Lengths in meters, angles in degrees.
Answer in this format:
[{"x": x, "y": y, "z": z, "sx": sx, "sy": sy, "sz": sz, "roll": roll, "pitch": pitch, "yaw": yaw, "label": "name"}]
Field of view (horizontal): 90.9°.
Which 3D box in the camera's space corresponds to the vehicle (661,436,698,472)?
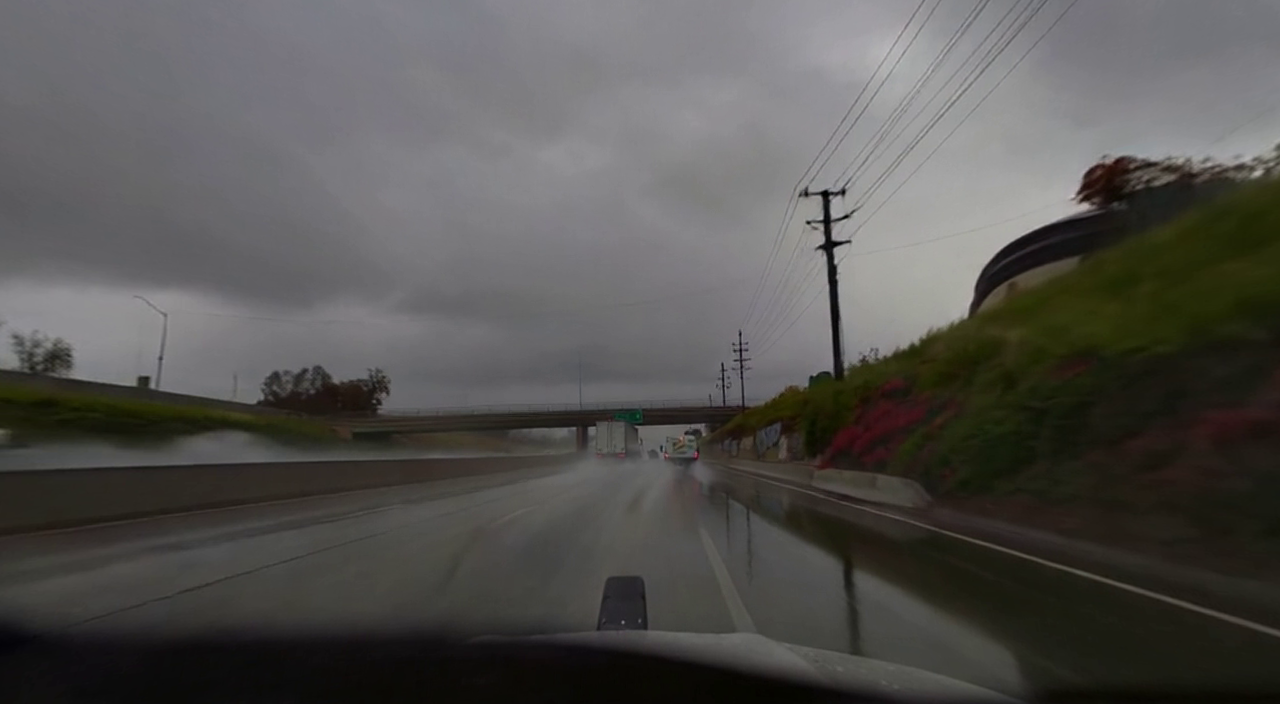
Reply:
[{"x": 2.971, "y": 7.921, "z": 48.971, "sx": 2.462, "sy": 2.627, "sz": 5.799, "roll": -1, "pitch": -9, "yaw": 0, "label": "vehicle"}]
